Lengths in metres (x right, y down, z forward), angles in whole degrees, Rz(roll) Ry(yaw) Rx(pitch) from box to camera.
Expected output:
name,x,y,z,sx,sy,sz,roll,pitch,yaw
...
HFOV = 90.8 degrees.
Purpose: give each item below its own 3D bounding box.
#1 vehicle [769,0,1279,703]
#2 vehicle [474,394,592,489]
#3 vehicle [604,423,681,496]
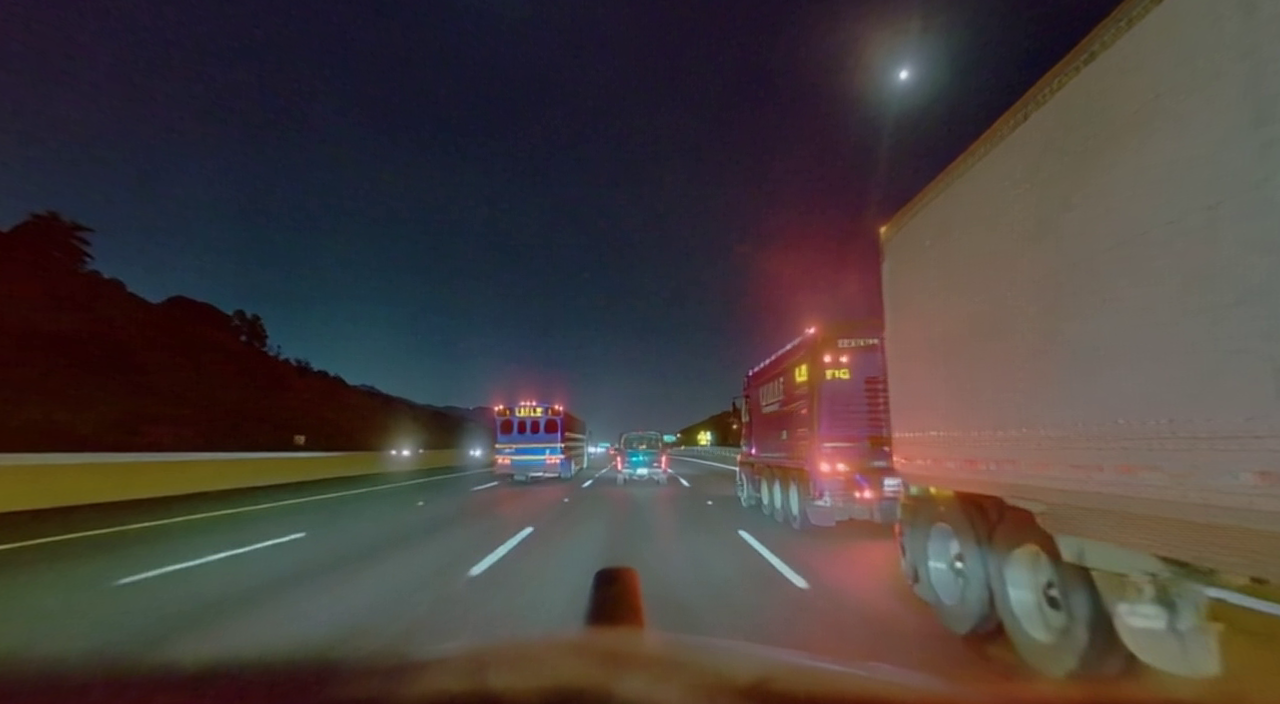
name,x,y,z,sx,sy,sz,roll,pitch,yaw
vehicle,4.089,0.219,5.544,3.006,4.101,13.245,0,-9,0
vehicle,-3.730,3.455,24.253,2.947,3.009,7.991,0,-9,1
vehicle,0.013,3.184,18.998,2.037,1.929,4.343,0,-9,-1
